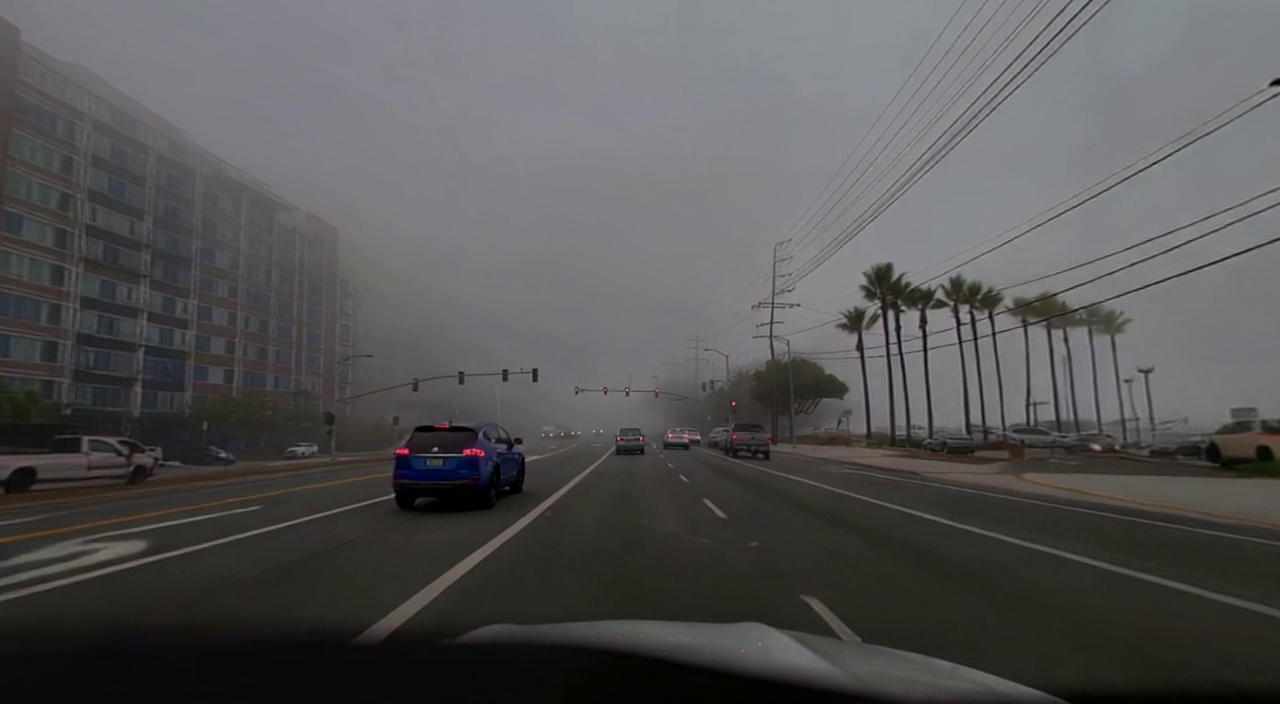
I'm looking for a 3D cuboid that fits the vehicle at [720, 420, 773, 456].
[{"bbox_3d":[6.183,5.121,37.427,2.130,1.979,5.310,0,-8,-1],"label":"vehicle"}]

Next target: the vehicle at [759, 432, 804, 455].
[{"bbox_3d":[9.045,5.943,40.788,1.897,1.390,4.391,0,-8,1],"label":"vehicle"}]

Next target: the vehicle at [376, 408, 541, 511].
[{"bbox_3d":[-3.490,2.183,13.199,2.136,1.779,4.417,0,-8,0],"label":"vehicle"}]

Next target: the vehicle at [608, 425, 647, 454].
[{"bbox_3d":[-0.799,5.429,39.136,2.302,1.681,4.217,0,-8,-2],"label":"vehicle"}]

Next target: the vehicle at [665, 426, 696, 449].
[{"bbox_3d":[2.930,6.295,46.469,1.975,1.598,4.025,0,-8,-1],"label":"vehicle"}]

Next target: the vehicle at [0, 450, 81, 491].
[{"bbox_3d":[-27.908,5.248,28.292,1.918,1.635,4.532,1,-8,-6],"label":"vehicle"}]
